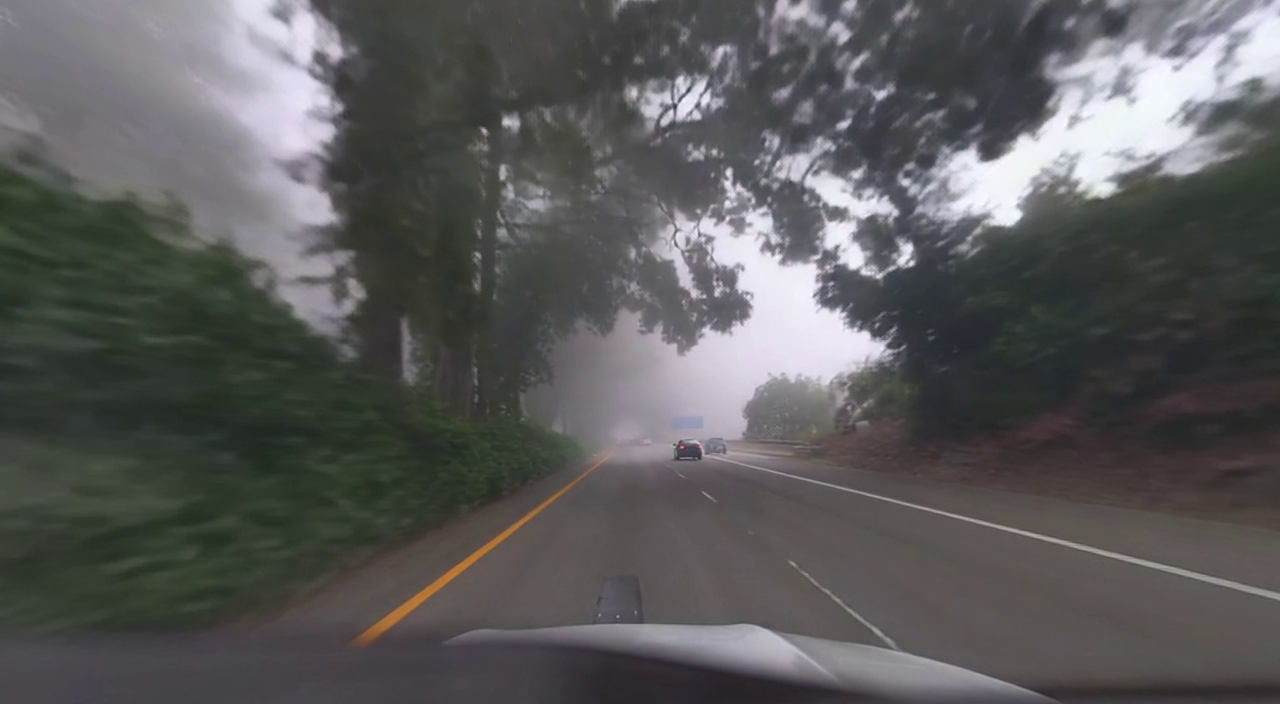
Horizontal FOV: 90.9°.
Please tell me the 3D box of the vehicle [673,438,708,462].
[{"bbox_3d":[3.276,6.365,41.324,1.819,1.468,3.770,0,-8,-2],"label":"vehicle"}]
